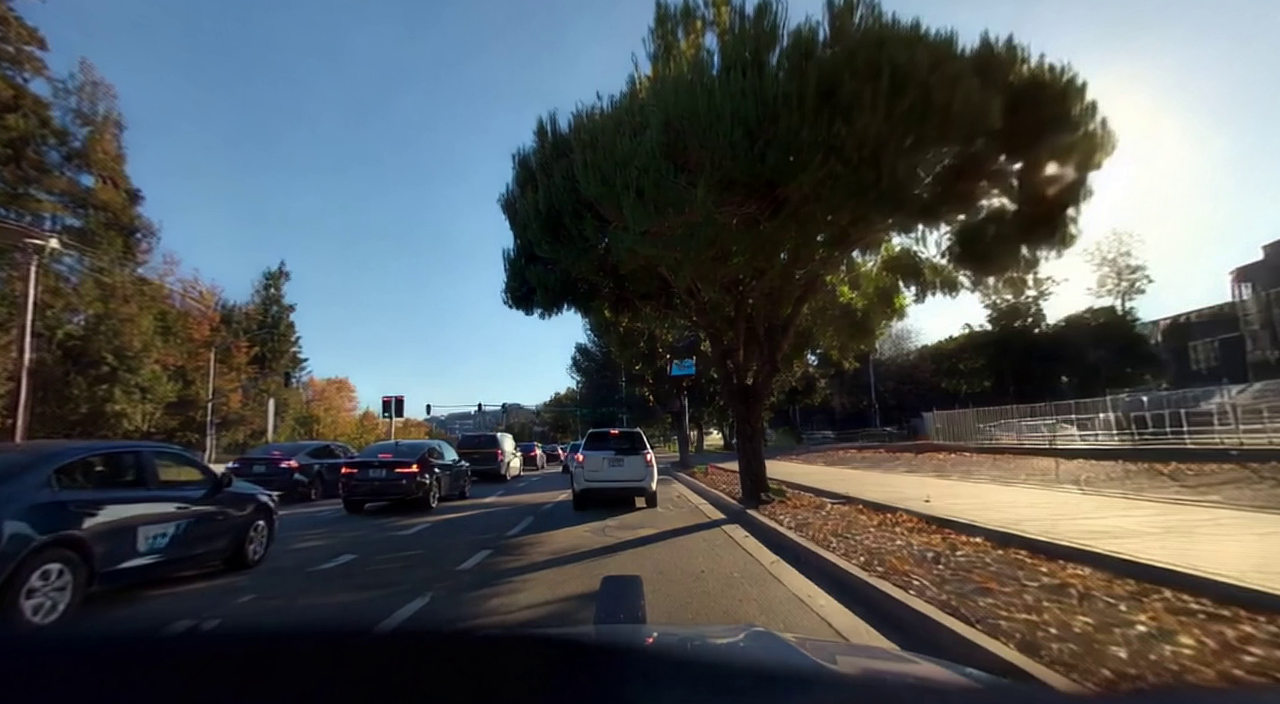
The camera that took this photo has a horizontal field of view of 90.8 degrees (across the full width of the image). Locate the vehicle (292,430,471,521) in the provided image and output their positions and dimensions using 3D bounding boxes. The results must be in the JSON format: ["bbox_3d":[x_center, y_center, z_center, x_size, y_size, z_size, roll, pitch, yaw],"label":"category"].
[{"bbox_3d":[-5.407,2.629,14.017,2.010,1.674,4.484,0,-9,1],"label":"vehicle"}]

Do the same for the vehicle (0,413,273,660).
[{"bbox_3d":[-5.277,1.368,5.150,2.069,1.616,4.108,0,-9,0],"label":"vehicle"}]

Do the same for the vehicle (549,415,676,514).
[{"bbox_3d":[-0.573,2.435,14.085,2.368,1.829,4.293,0,-9,-2],"label":"vehicle"}]

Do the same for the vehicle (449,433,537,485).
[{"bbox_3d":[-5.413,4.021,24.009,2.188,1.774,4.477,0,-9,1],"label":"vehicle"}]
